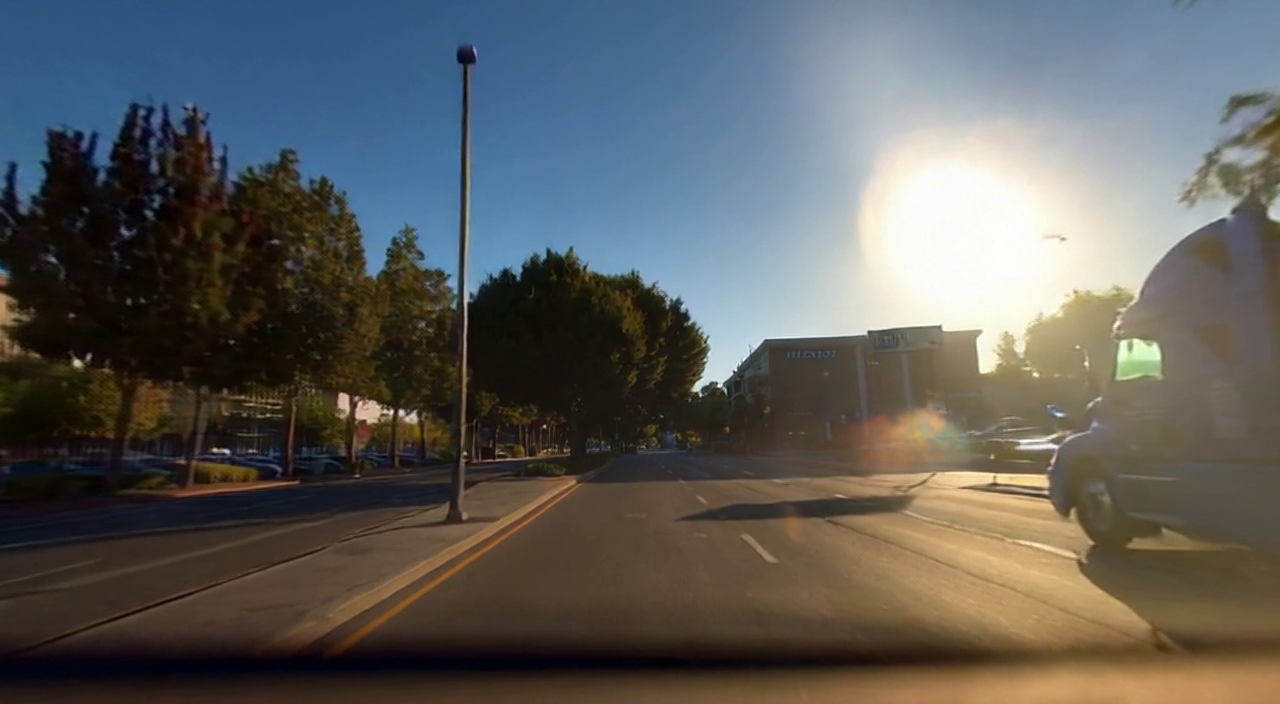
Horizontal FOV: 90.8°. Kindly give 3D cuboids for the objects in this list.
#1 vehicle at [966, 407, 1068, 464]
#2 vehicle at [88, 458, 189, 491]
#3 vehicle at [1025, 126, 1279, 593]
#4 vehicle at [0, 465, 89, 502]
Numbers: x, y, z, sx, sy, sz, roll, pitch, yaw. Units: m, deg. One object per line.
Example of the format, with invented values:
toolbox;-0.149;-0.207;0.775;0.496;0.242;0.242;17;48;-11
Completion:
vehicle;25.490;5.781;43.202;2.718;3.538;7.077;-1;-8;3
vehicle;-28.041;6.823;35.478;4.247;1.628;1.933;6;-11;-37
vehicle;6.841;-0.326;2.605;3.120;3.794;11.510;0;-8;-1
vehicle;-27.918;5.915;28.495;4.386;1.473;1.863;8;-11;-42
